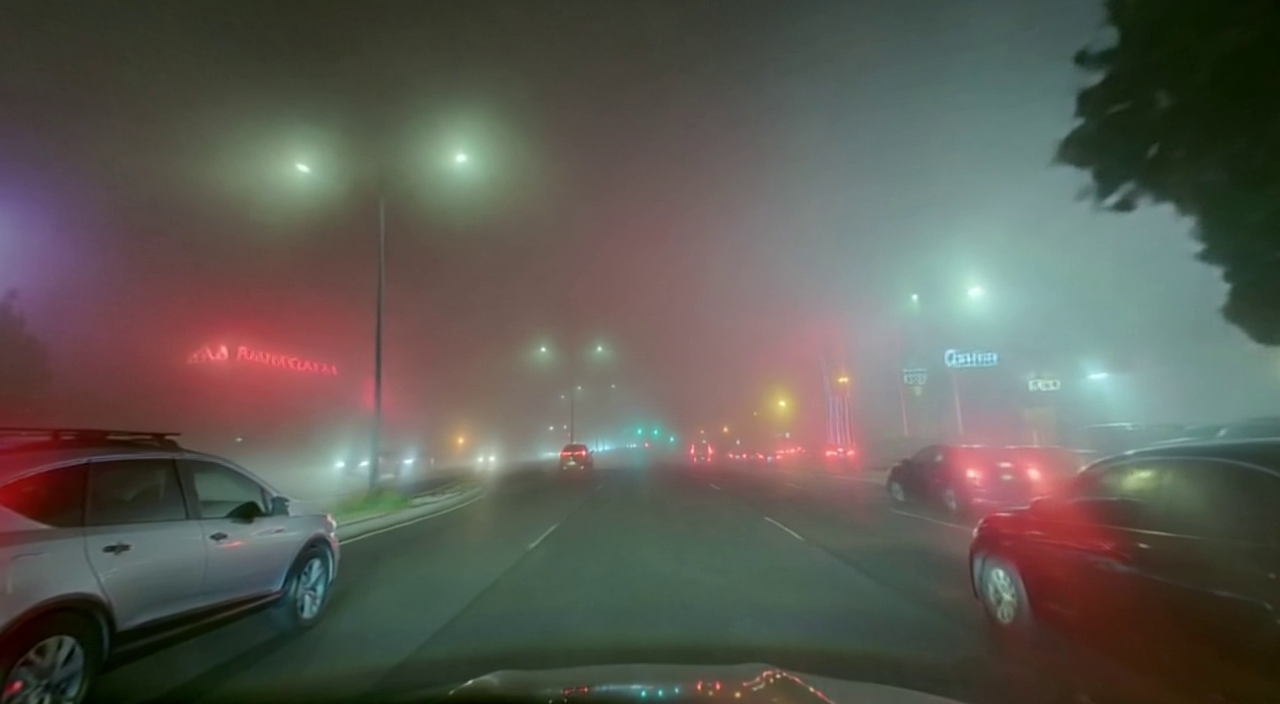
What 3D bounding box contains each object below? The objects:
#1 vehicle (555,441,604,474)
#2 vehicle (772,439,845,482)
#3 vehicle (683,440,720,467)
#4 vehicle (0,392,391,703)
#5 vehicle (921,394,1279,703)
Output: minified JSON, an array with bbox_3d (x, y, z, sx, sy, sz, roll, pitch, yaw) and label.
[{"bbox_3d":[-2.938,5.210,31.326,1.917,1.511,4.436,0,-8,1],"label":"vehicle"},{"bbox_3d":[7.550,4.894,28.759,2.003,1.789,4.718,0,-8,-1],"label":"vehicle"},{"bbox_3d":[4.137,6.878,42.919,2.007,1.683,4.171,0,-8,-1],"label":"vehicle"},{"bbox_3d":[-3.557,1.086,3.621,2.155,1.504,4.776,0,-8,2],"label":"vehicle"},{"bbox_3d":[3.341,1.003,2.932,1.981,1.499,4.536,0,-8,0],"label":"vehicle"}]
